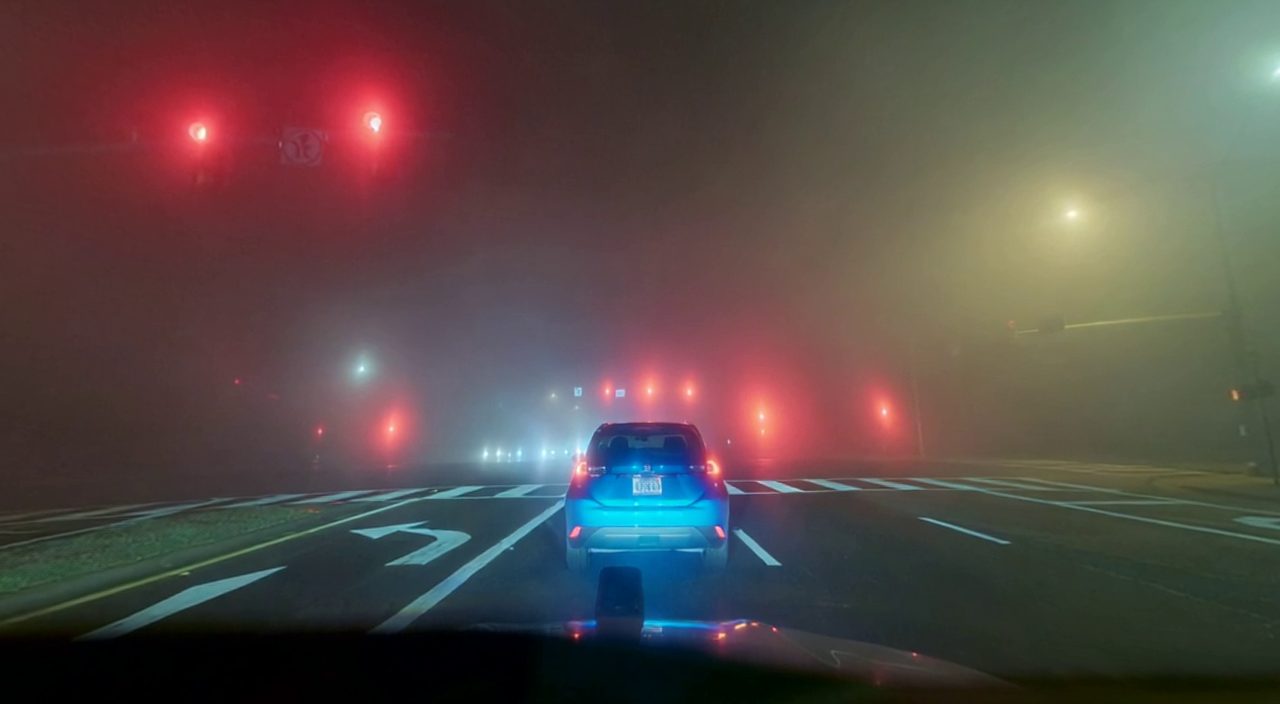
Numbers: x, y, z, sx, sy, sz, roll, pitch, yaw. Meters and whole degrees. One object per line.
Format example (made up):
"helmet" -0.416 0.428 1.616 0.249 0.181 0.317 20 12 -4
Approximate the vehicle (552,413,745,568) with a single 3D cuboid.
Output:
"vehicle" 0.048 1.755 8.710 2.027 1.626 3.942 0 -8 -1
